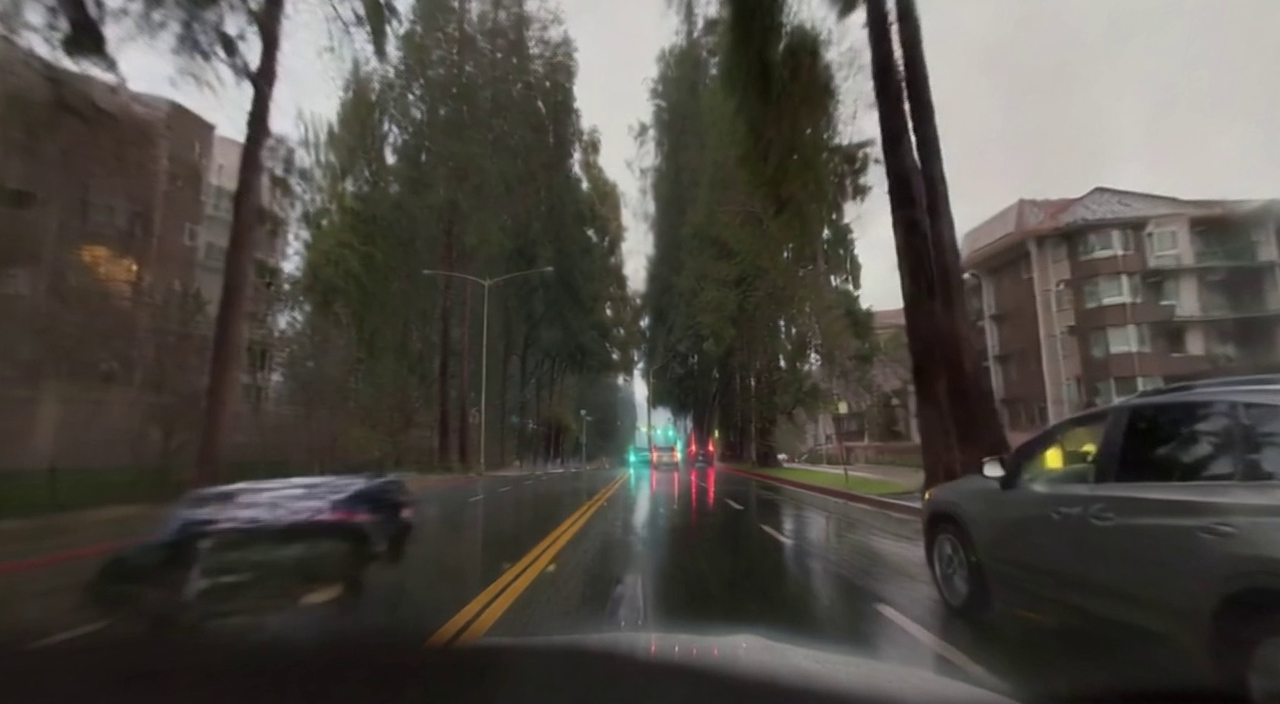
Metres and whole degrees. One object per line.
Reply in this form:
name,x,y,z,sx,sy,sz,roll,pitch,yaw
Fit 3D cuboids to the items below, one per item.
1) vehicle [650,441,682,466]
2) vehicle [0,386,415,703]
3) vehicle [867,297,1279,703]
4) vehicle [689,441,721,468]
vehicle,2.120,8.067,49.897,2.158,1.852,4.485,-1,-9,7
vehicle,-3.052,1.044,2.983,2.151,1.540,4.673,0,-9,1
vehicle,3.351,0.954,3.497,2.219,1.881,5.104,0,-9,0
vehicle,4.489,7.156,43.949,2.069,1.791,4.422,-1,-9,3
